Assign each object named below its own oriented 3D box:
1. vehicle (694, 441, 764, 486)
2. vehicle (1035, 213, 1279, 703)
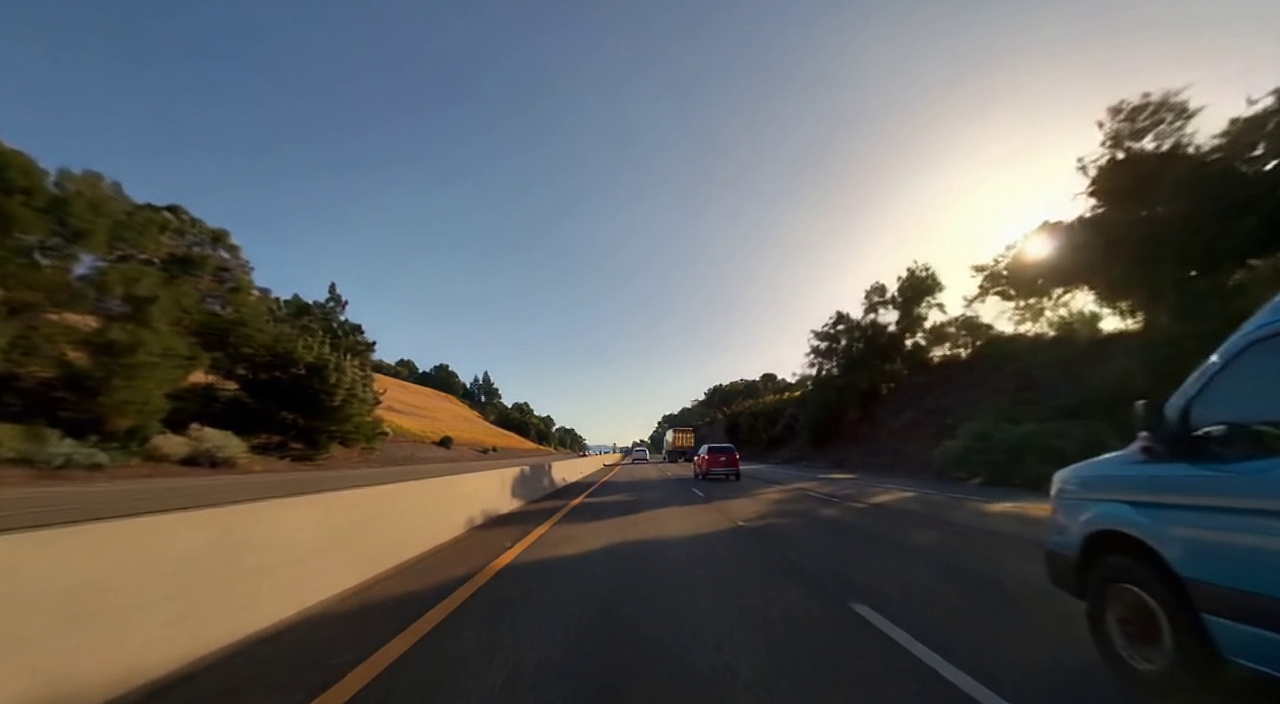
[{"bbox_3d":[3.537,4.561,26.115,2.130,1.658,4.537,0,-9,-1],"label":"vehicle"},{"bbox_3d":[3.814,0.401,1.536,2.242,2.285,5.233,0,-9,0],"label":"vehicle"}]
